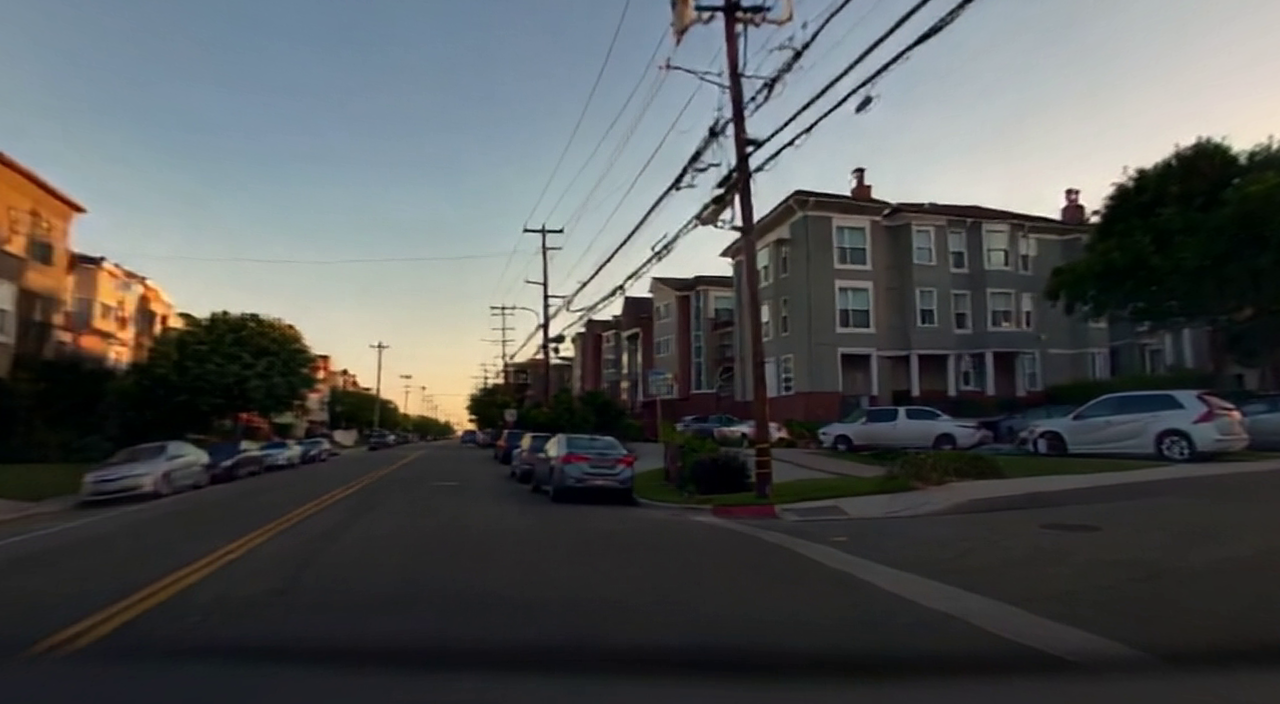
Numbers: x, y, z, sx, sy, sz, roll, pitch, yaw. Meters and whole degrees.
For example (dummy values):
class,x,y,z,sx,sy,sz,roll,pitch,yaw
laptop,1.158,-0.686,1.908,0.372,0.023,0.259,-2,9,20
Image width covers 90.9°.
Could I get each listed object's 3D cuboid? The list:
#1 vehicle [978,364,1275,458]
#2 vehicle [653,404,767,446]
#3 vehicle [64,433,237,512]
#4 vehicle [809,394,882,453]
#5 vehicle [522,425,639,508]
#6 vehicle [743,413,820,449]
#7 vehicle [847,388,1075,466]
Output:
class,x,y,z,sx,sy,sz,roll,pitch,yaw
vehicle,11.932,1.614,15.950,5.514,1.976,2.153,-7,-11,40
vehicle,3.255,3.641,30.783,2.152,1.875,5.778,6,-10,-35
vehicle,-12.042,2.918,15.931,1.913,1.672,4.267,2,-8,-16
vehicle,6.788,2.408,20.712,2.003,1.695,4.195,-3,-9,19
vehicle,-1.509,2.528,14.445,1.914,1.591,3.892,2,-8,-17
vehicle,7.035,3.931,31.696,1.754,1.559,3.567,3,-5,-32
vehicle,7.870,1.932,15.828,4.648,1.659,1.897,-8,-11,43
